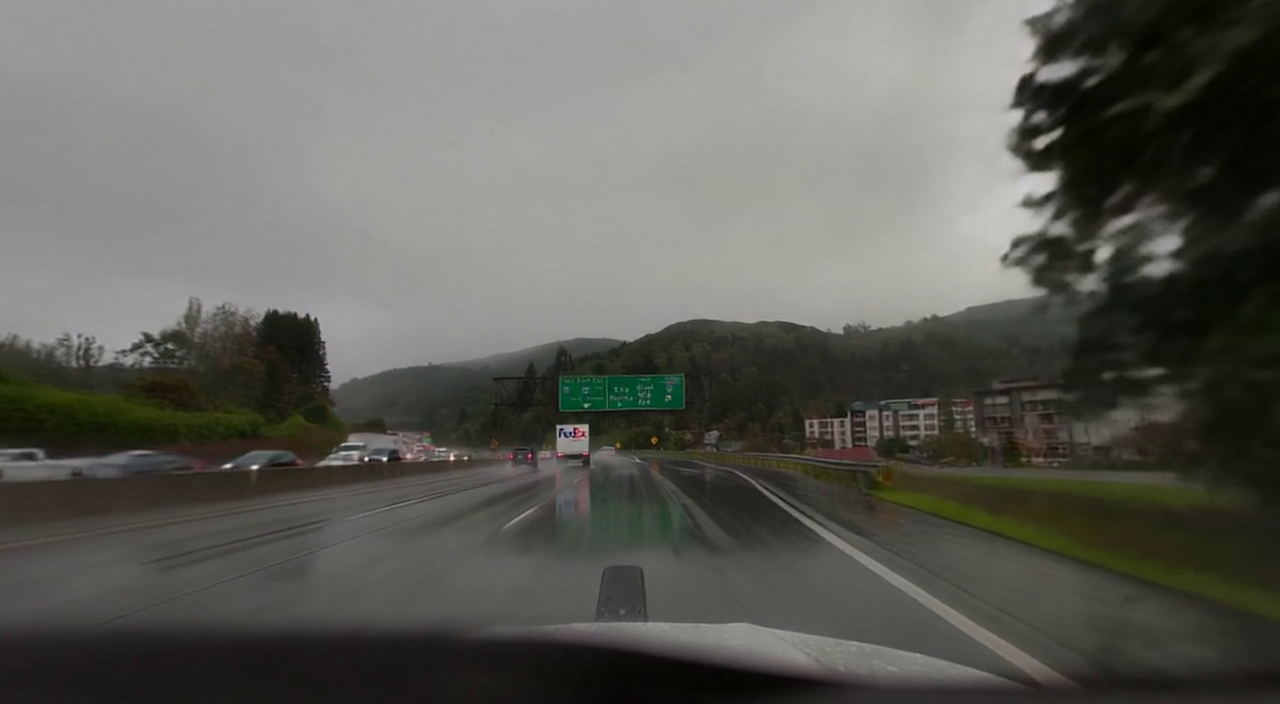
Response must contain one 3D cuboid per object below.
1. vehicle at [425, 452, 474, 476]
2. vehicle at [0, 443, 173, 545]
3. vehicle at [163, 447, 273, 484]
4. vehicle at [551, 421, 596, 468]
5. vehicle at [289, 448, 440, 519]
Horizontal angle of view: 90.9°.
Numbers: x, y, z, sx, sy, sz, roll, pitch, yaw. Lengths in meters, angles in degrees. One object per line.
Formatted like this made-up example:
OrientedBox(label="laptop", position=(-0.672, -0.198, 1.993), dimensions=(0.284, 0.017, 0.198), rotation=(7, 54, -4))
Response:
OrientedBox(label="vehicle", position=(-12.142, 7.155, 40.529), dimensions=(1.879, 1.431, 4.425), rotation=(0, -8, -1))
OrientedBox(label="vehicle", position=(-11.687, 2.620, 12.138), dimensions=(1.931, 1.692, 4.443), rotation=(0, -8, 0))
OrientedBox(label="vehicle", position=(-21.808, 5.863, 32.952), dimensions=(2.037, 1.723, 5.468), rotation=(0, -8, -1))
OrientedBox(label="vehicle", position=(-4.976, 7.101, 48.473), dimensions=(2.798, 3.212, 7.573), rotation=(1, -8, -2))
OrientedBox(label="vehicle", position=(-7.822, 3.733, 18.518), dimensions=(2.294, 1.710, 4.436), rotation=(1, -8, 1))
